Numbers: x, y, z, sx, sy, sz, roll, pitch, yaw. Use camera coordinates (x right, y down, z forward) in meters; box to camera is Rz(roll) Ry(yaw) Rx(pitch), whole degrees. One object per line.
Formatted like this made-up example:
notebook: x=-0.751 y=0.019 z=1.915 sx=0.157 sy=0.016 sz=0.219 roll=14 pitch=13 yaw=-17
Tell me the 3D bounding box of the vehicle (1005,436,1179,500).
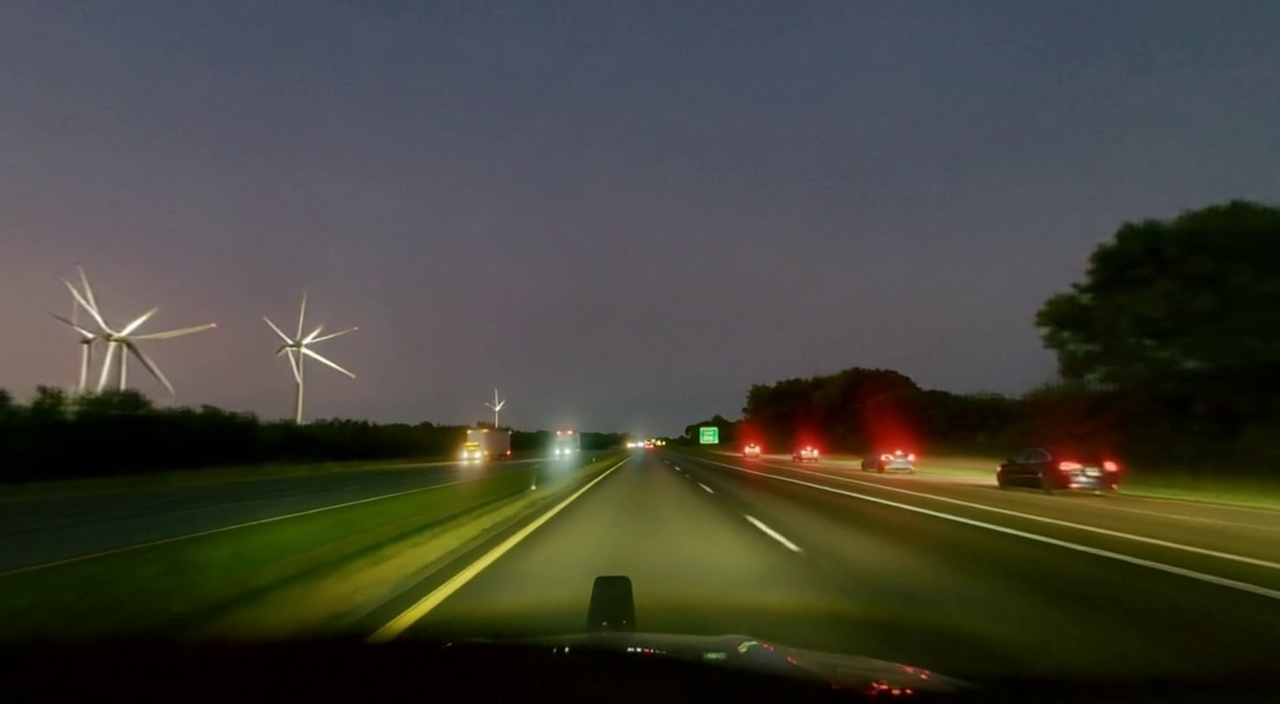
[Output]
vehicle: x=13.568 y=3.492 z=19.396 sx=1.897 sy=1.669 sz=4.825 roll=0 pitch=-9 yaw=2
